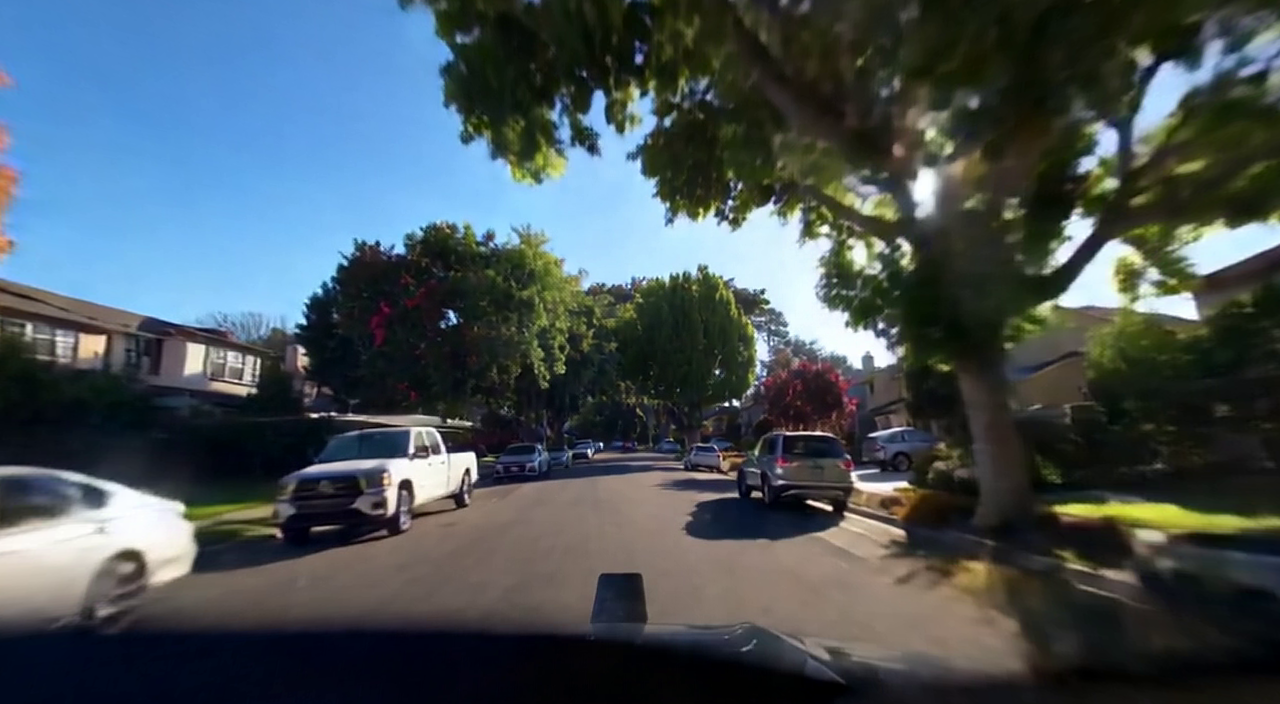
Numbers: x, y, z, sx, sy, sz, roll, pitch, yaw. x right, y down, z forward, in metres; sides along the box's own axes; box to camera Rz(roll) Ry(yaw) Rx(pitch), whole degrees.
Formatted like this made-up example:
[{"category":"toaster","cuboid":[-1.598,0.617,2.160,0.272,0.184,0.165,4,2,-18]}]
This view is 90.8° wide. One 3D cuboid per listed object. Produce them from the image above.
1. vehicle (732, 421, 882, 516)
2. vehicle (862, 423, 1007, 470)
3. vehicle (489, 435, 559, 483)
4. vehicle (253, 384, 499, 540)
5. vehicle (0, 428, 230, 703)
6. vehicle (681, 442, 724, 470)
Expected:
[{"category":"vehicle","cuboid":[3.486,2.537,14.207,2.082,1.790,4.330,0,-9,-1]},{"category":"vehicle","cuboid":[12.292,3.965,26.602,5.043,1.865,2.026,0,-8,-1]},{"category":"vehicle","cuboid":[-4.927,4.565,27.606,2.140,1.815,4.926,0,-7,0]},{"category":"vehicle","cuboid":[-4.910,2.147,13.335,2.476,2.434,6.543,-1,-7,-1]},{"category":"vehicle","cuboid":[-4.435,1.159,3.111,2.031,1.479,4.497,-2,-7,-3]},{"category":"vehicle","cuboid":[3.438,5.812,35.466,1.945,1.495,3.983,0,-8,-1]}]
